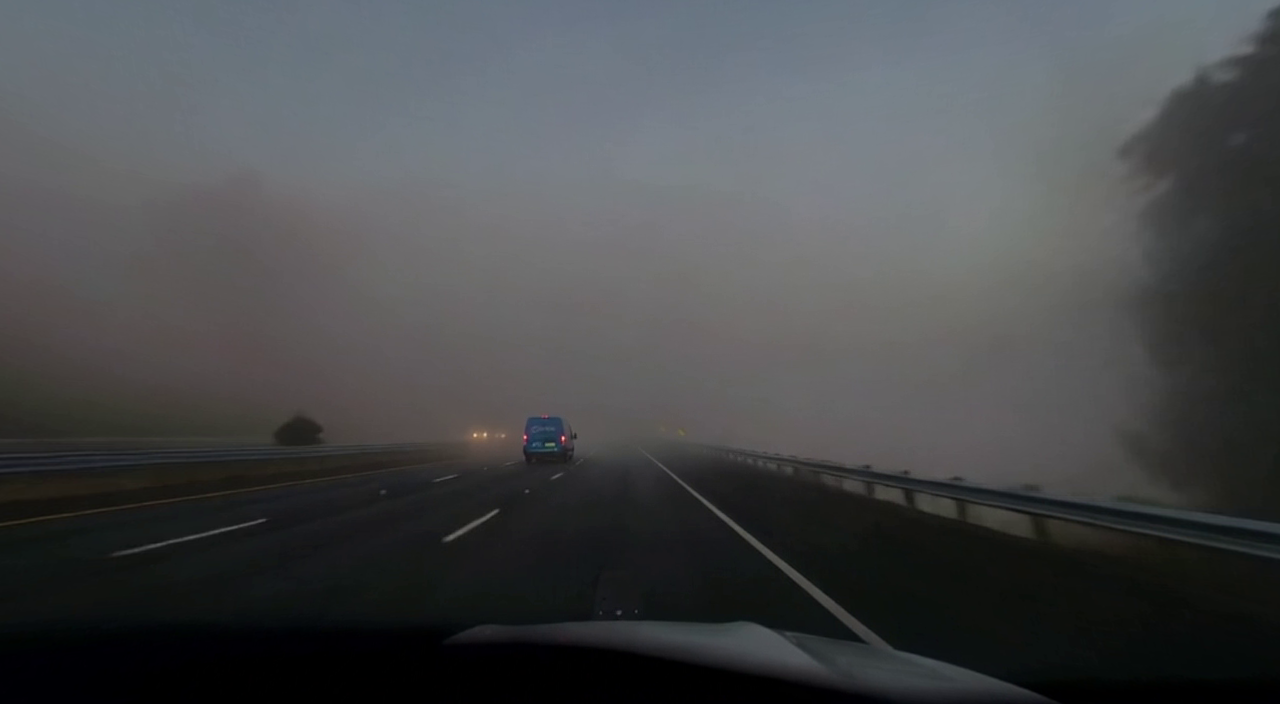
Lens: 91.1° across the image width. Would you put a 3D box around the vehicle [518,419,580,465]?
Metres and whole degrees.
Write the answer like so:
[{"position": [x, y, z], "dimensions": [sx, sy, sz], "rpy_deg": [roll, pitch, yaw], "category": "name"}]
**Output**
[{"position": [-4.413, 4.465, 31.376], "dimensions": [2.309, 2.053, 4.884], "rpy_deg": [0, -8, 1], "category": "vehicle"}]
